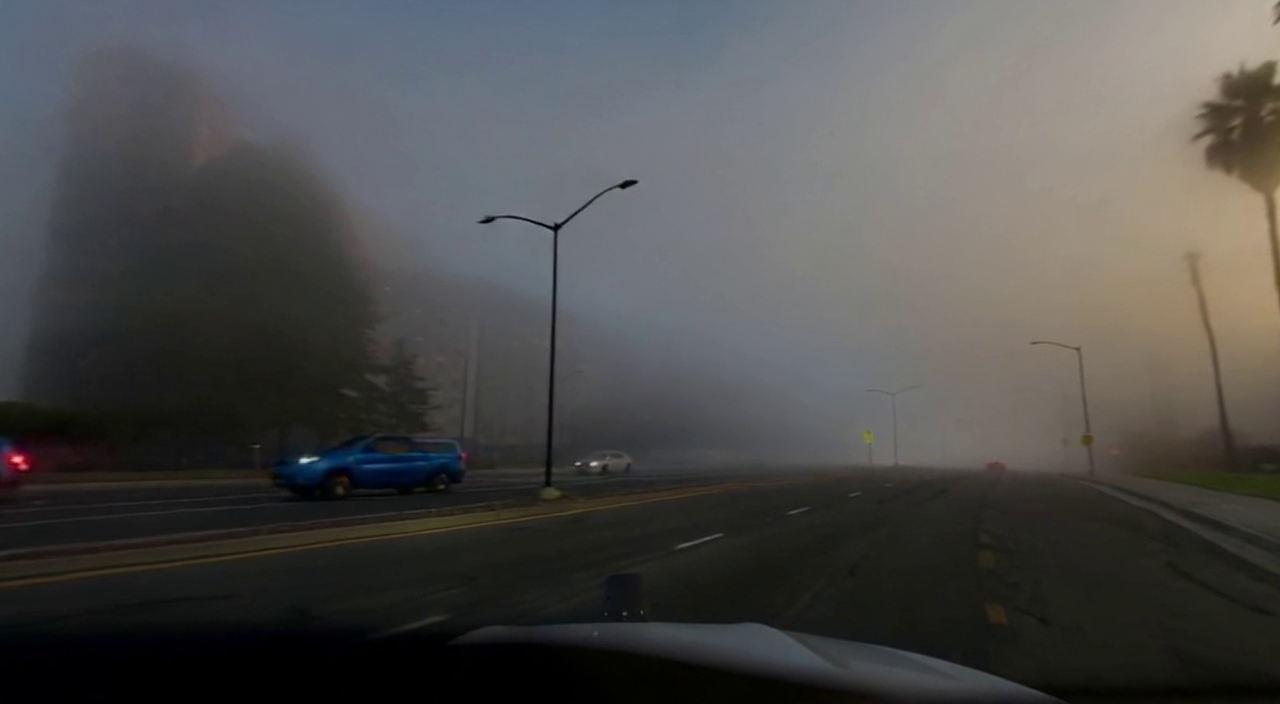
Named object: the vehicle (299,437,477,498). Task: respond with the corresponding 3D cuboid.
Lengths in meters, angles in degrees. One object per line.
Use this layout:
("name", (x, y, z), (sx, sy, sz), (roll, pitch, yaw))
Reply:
("vehicle", (-8.919, 4.121, 22.974), (2.273, 1.890, 5.841), (-5, -10, 29))

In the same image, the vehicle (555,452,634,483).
("vehicle", (-2.401, 6.245, 34.382), (1.915, 1.490, 4.763), (-5, -10, 30))
